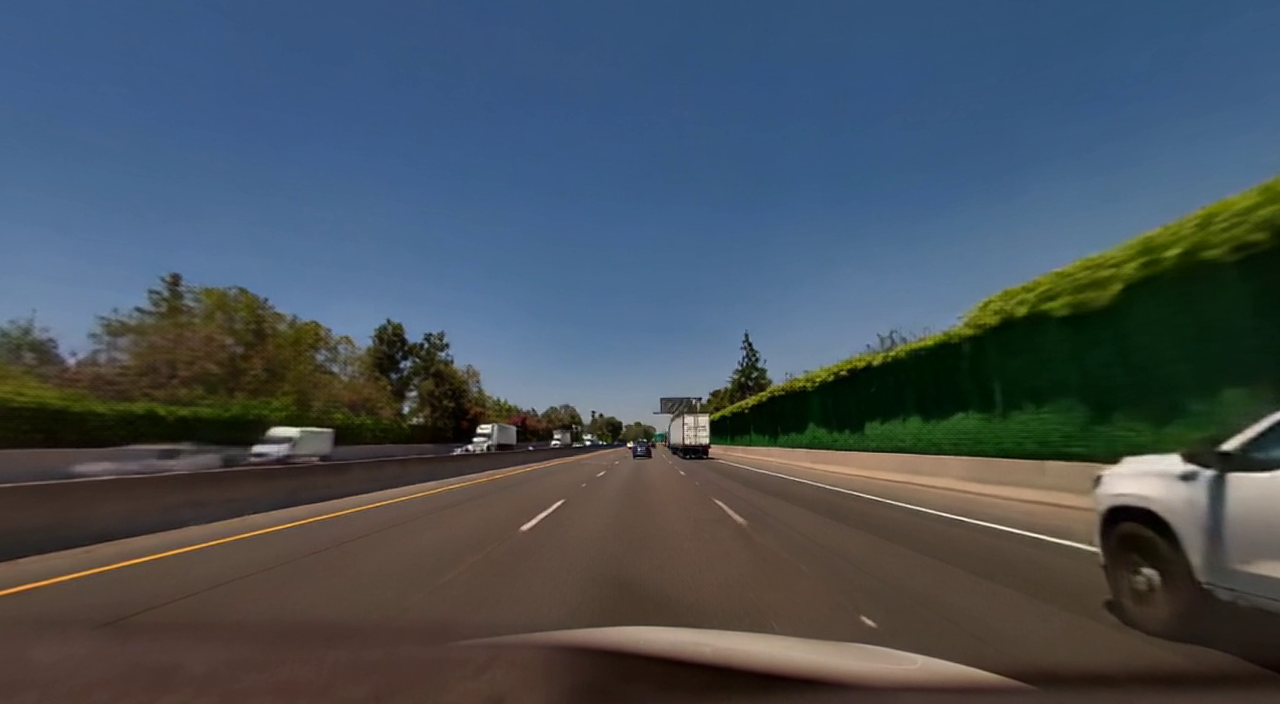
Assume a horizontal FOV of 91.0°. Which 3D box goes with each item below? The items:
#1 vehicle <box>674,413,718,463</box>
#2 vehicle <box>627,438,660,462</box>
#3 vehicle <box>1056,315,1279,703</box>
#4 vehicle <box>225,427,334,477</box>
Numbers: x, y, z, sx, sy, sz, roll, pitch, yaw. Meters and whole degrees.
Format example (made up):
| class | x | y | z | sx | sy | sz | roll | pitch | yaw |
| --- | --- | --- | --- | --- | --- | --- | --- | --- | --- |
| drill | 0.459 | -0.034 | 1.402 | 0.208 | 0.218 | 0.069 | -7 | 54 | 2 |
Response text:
| class | x | y | z | sx | sy | sz | roll | pitch | yaw |
| --- | --- | --- | --- | --- | --- | --- | --- | --- | --- |
| vehicle | 4.079 | 6.539 | 47.625 | 2.742 | 3.383 | 8.285 | 0 | -8 | 1 |
| vehicle | 0.261 | 7.498 | 48.472 | 2.389 | 1.760 | 4.473 | 0 | -8 | 0 |
| vehicle | 4.302 | 0.645 | 2.096 | 2.209 | 1.943 | 5.262 | 0 | -8 | 0 |
| vehicle | -17.508 | 4.880 | 30.982 | 2.201 | 2.226 | 5.156 | 0 | -8 | 1 |
